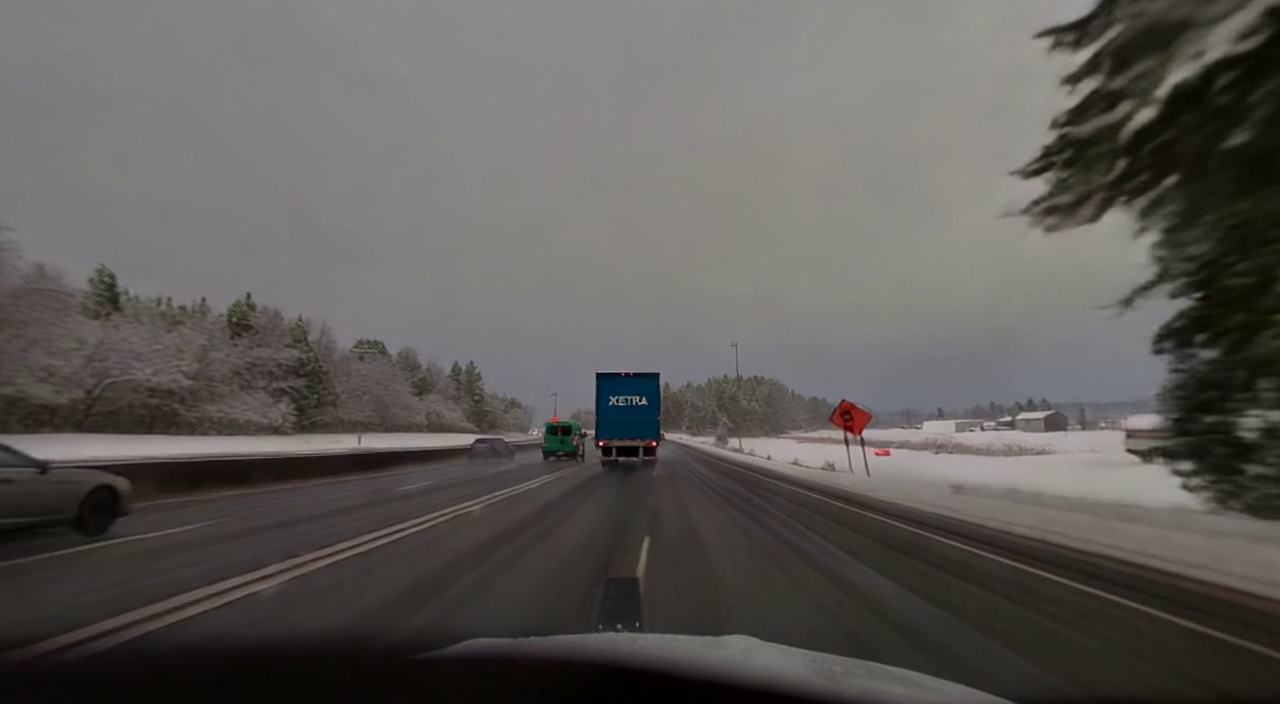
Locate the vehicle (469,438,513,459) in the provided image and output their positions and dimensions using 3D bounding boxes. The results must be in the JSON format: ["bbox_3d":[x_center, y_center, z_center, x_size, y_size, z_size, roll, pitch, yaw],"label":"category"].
[{"bbox_3d":[-10.825,7.065,46.115,1.901,1.487,4.622,0,-9,2],"label":"vehicle"}]

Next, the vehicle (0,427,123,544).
[{"bbox_3d":[-9.303,1.657,7.709,1.915,1.506,4.594,0,-9,2],"label":"vehicle"}]

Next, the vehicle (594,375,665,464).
[{"bbox_3d":[-0.297,3.863,33.197,3.183,4.011,9.617,0,-10,2],"label":"vehicle"}]

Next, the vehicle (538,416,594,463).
[{"bbox_3d":[-4.435,5.421,38.782,2.469,2.615,5.874,0,-9,3],"label":"vehicle"}]

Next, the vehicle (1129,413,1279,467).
[{"bbox_3d":[41.570,6.169,44.293,11.230,3.611,2.963,-1,-8,4],"label":"vehicle"}]
